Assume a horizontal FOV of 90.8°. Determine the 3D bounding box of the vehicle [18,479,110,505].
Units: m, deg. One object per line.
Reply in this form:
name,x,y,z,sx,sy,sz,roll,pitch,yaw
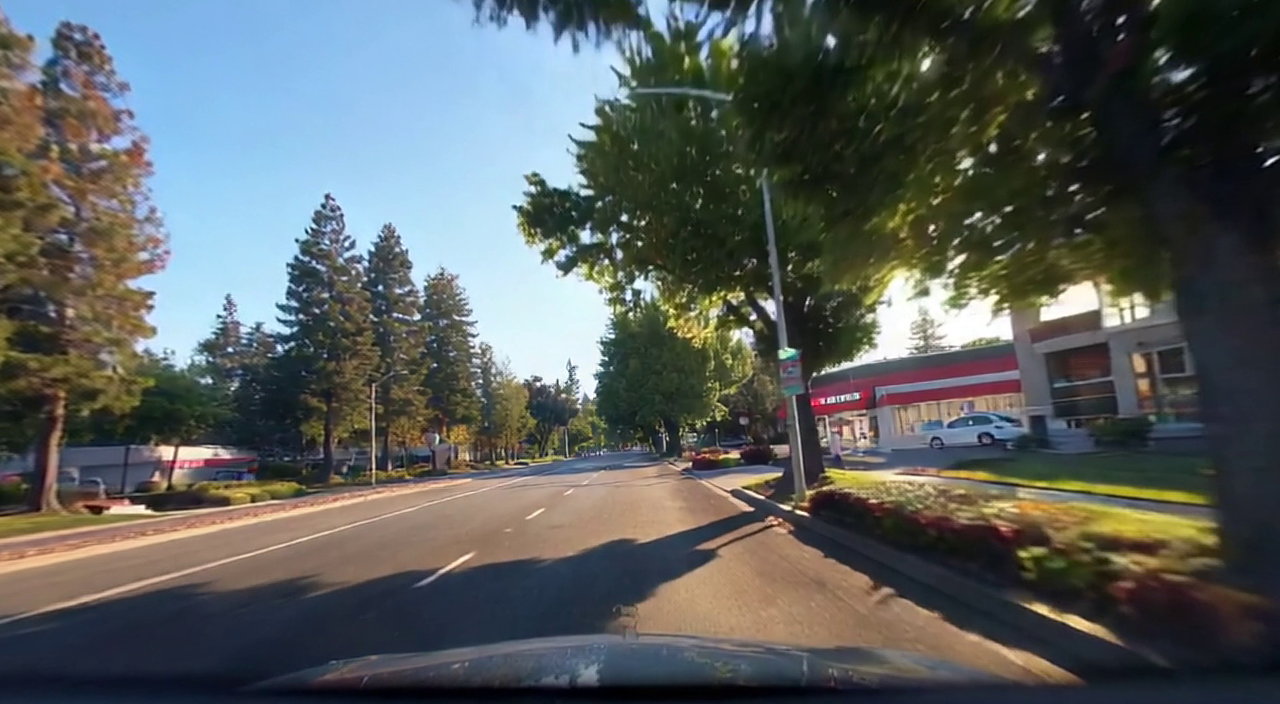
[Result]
vehicle,-40.546,9.882,44.549,1.902,1.627,4.330,-12,-17,38
